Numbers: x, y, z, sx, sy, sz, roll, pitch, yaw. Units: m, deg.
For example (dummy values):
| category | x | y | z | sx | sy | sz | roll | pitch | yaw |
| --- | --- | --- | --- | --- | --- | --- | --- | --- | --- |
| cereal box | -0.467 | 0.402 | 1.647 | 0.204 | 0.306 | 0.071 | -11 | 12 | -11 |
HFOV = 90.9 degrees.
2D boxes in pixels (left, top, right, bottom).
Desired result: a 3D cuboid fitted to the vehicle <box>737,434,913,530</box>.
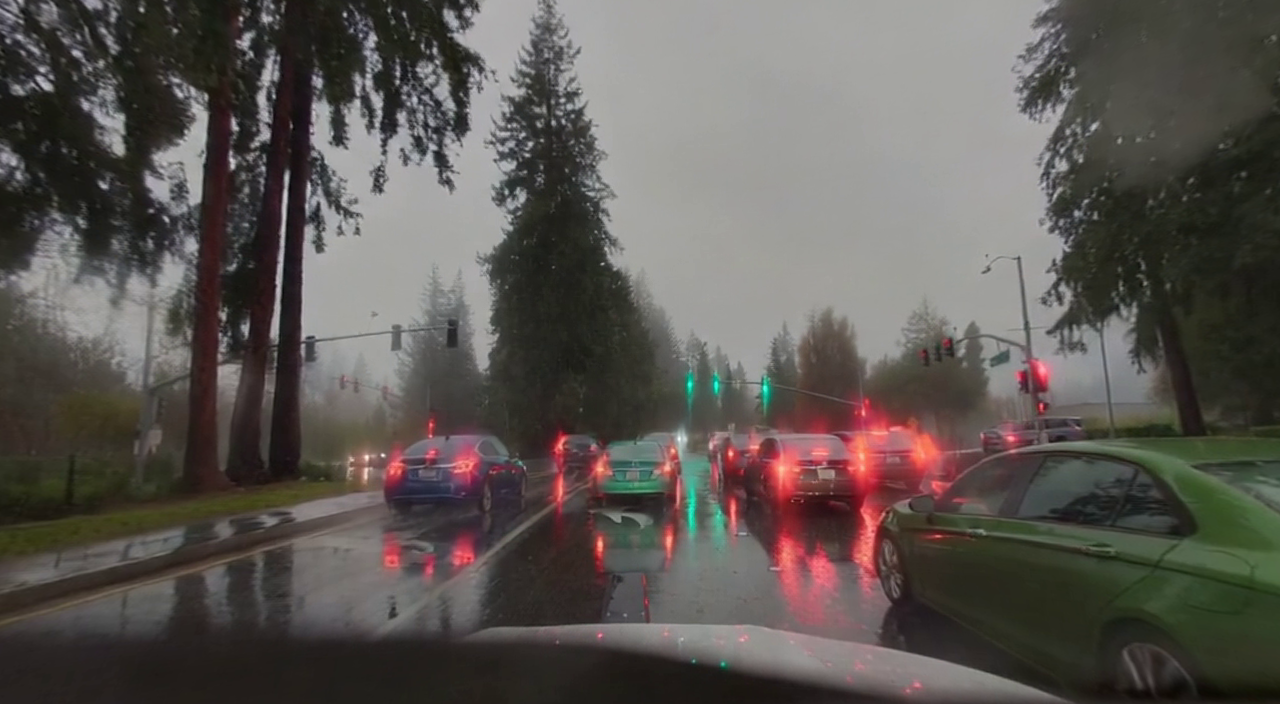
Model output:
| category | x | y | z | sx | sy | sz | roll | pitch | yaw |
| --- | --- | --- | --- | --- | --- | --- | --- | --- | --- |
| vehicle | 3.175 | 2.292 | 11.895 | 1.975 | 1.460 | 4.357 | 0 | -8 | 0 |

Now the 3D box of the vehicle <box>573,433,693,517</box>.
| category | x | y | z | sx | sy | sz | roll | pitch | yaw |
| --- | --- | --- | --- | --- | --- | --- | --- | --- | --- |
| vehicle | -0.131 | 2.494 | 13.284 | 2.147 | 1.479 | 3.803 | 0 | -8 | 0 |

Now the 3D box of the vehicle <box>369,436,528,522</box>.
| category | x | y | z | sx | sy | sz | roll | pitch | yaw |
| --- | --- | --- | --- | --- | --- | --- | --- | --- | --- |
| vehicle | -3.763 | 2.556 | 13.321 | 1.935 | 1.482 | 4.433 | 0 | -8 | 0 |

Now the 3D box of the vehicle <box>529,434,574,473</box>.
| category | x | y | z | sx | sy | sz | roll | pitch | yaw |
| --- | --- | --- | --- | --- | --- | --- | --- | --- | --- |
| vehicle | -4.266 | 4.816 | 30.208 | 1.961 | 1.714 | 4.268 | 1 | -8 | -8 |

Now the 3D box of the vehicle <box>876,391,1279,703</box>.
| category | x | y | z | sx | sy | sz | roll | pitch | yaw |
| --- | --- | --- | --- | --- | --- | --- | --- | --- | --- |
| vehicle | 3.133 | 1.098 | 3.630 | 1.903 | 1.480 | 4.270 | 0 | -8 | 0 |
